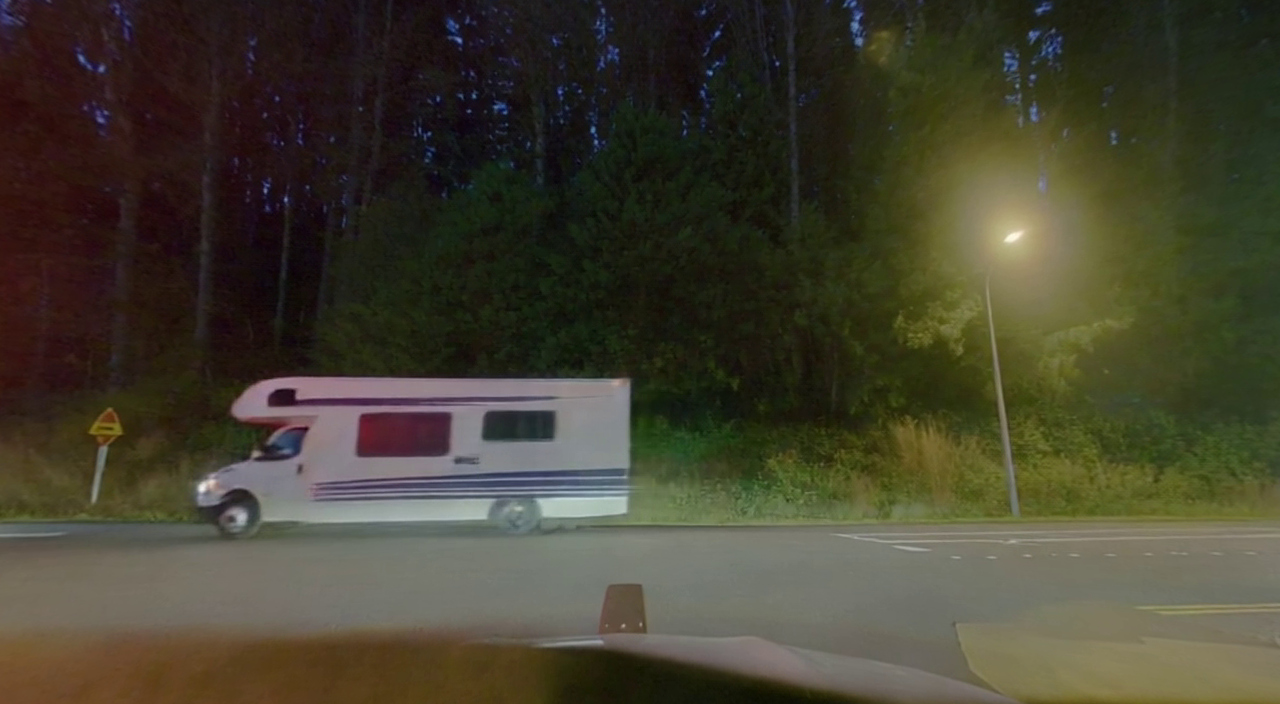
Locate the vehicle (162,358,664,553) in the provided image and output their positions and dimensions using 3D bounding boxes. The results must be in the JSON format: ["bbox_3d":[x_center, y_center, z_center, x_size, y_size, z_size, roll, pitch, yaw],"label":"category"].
[{"bbox_3d":[-3.749,1.934,12.038,8.152,3.185,2.776,0,-9,-3],"label":"vehicle"}]
